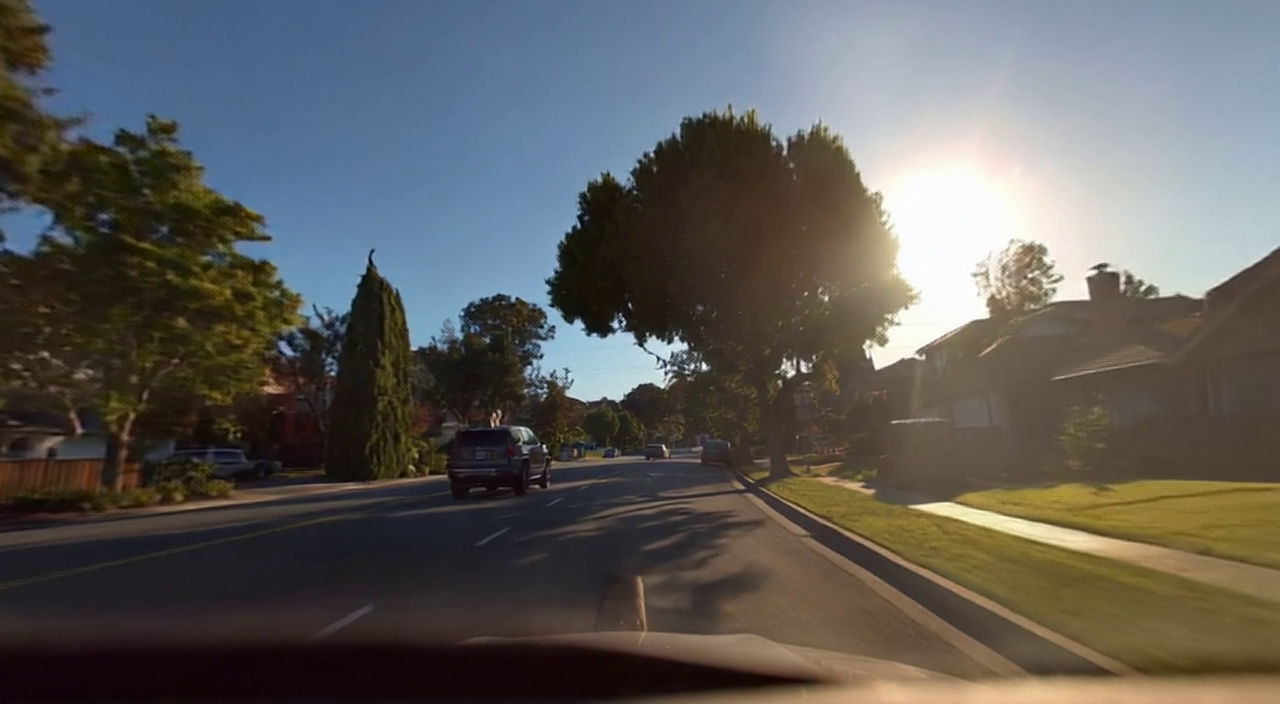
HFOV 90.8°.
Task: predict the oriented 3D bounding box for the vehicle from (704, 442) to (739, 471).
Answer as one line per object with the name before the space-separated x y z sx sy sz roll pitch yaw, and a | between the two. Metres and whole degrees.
vehicle | 5.100 6.444 39.270 2.040 1.643 4.446 -1 -9 8

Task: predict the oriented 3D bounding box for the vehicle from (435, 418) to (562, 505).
vehicle | -3.794 3.054 18.048 2.085 2.084 5.133 -1 -8 4
